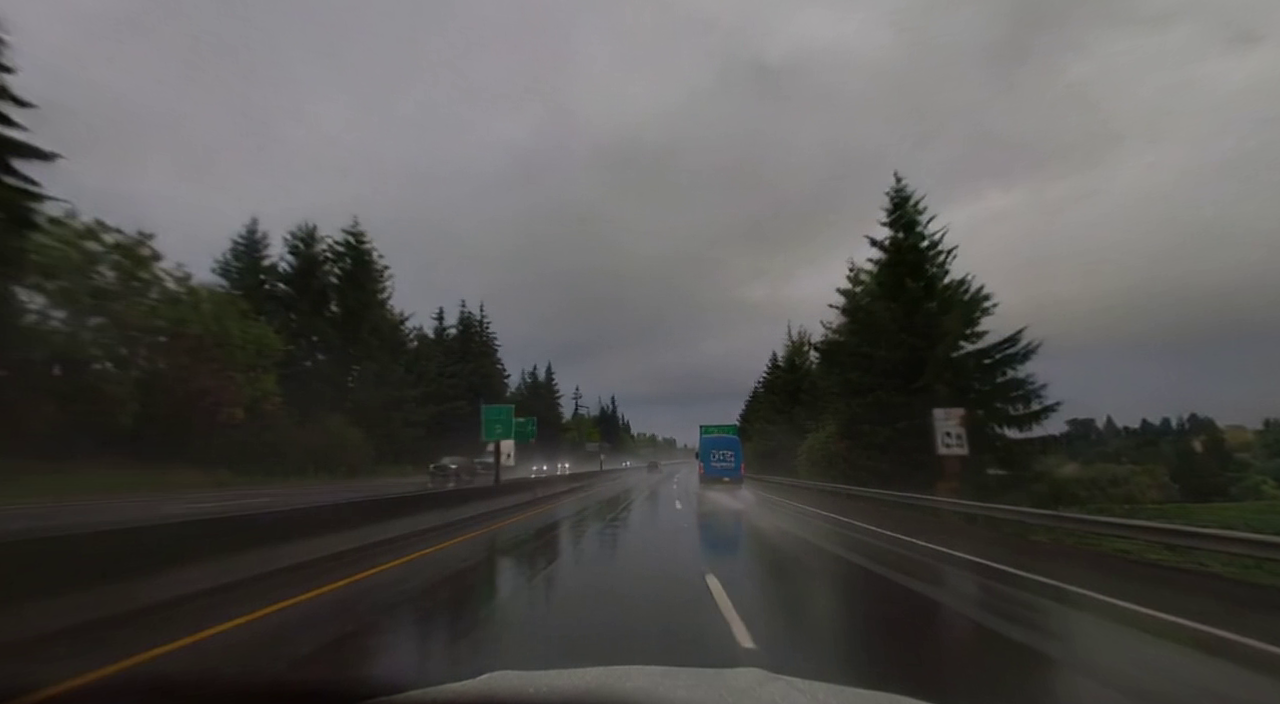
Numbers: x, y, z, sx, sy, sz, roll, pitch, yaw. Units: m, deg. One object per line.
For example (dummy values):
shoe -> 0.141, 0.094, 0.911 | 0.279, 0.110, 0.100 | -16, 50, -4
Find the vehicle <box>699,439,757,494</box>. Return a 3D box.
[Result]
vehicle -> 4.494, 6.027, 33.204 | 2.366, 2.595, 5.793 | 0, -11, 1
